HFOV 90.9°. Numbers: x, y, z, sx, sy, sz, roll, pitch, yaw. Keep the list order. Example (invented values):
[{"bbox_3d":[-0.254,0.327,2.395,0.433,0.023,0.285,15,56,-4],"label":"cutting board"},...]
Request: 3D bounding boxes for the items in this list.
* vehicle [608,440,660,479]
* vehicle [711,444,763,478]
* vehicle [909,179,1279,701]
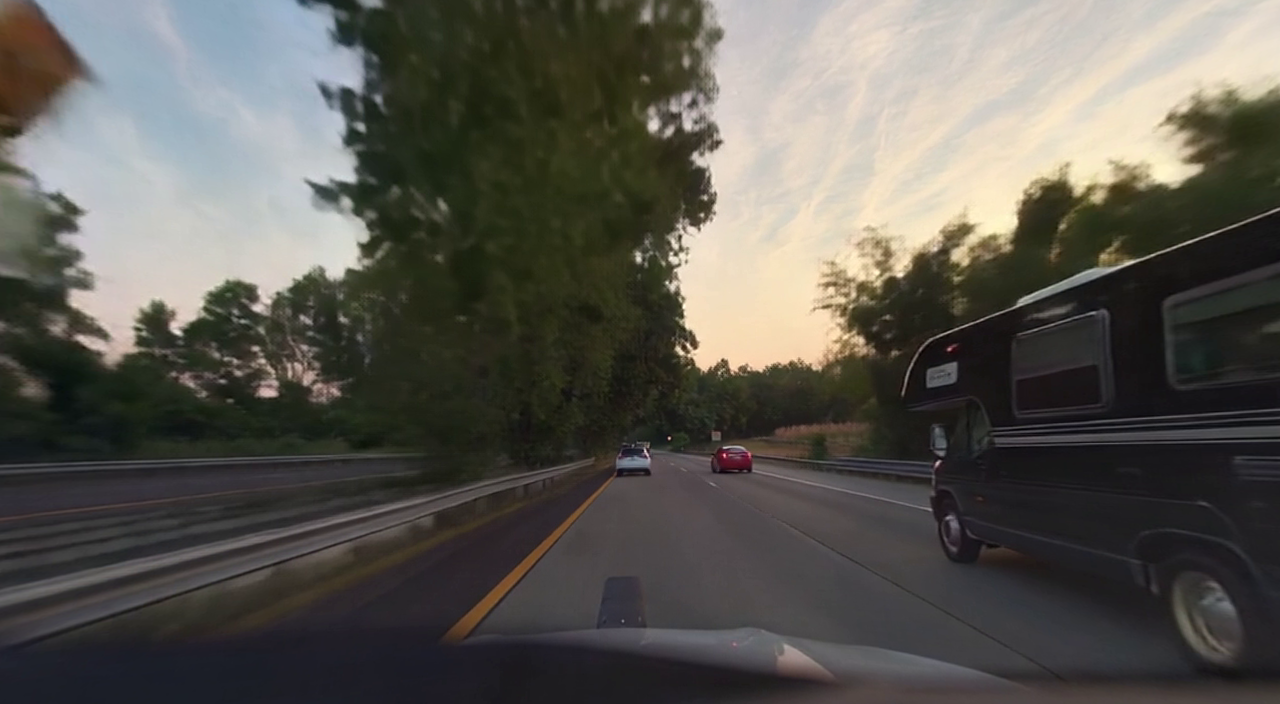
[{"bbox_3d":[-0.259,4.703,27.728,2.120,1.575,4.018,0,-9,0],"label":"vehicle"},{"bbox_3d":[4.317,4.900,28.504,1.757,1.459,3.398,0,-9,-1],"label":"vehicle"},{"bbox_3d":[4.879,0.660,4.546,2.745,2.832,7.035,1,-9,0],"label":"vehicle"}]
